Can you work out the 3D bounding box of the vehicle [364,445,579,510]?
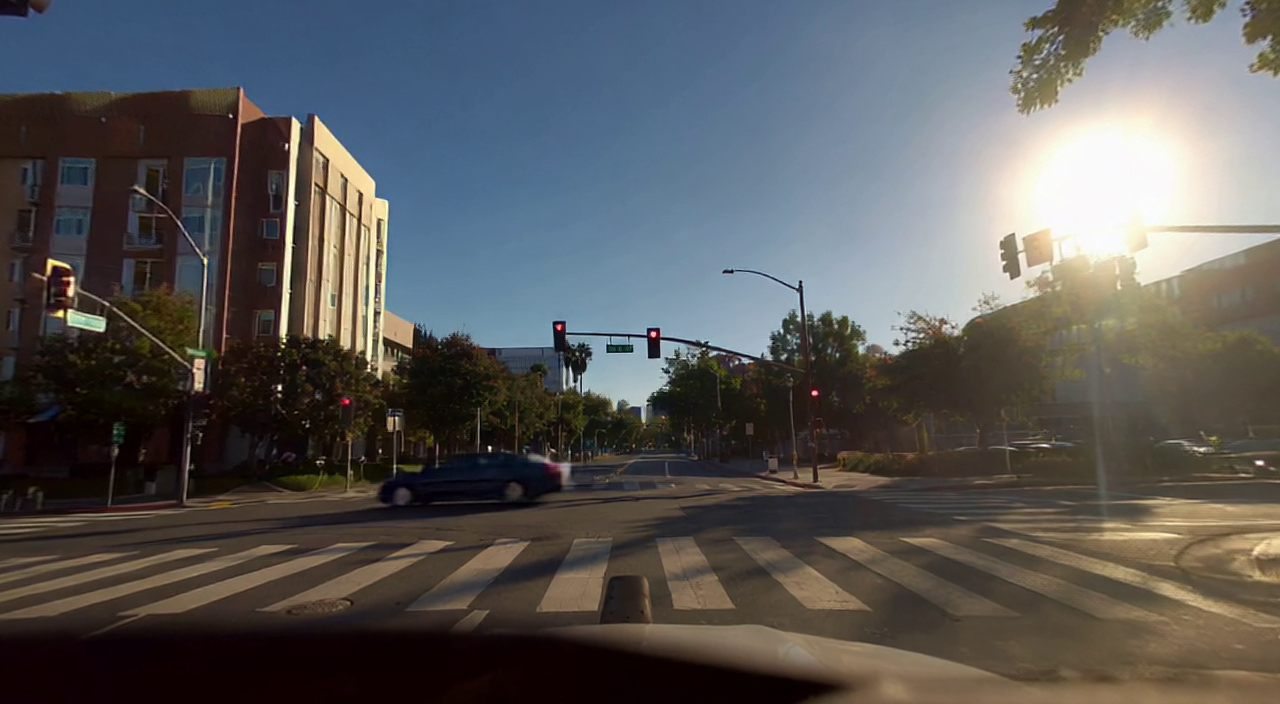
[{"bbox_3d":[-4.063,3.111,15.851,4.847,1.484,1.926,0,-8,1],"label":"vehicle"}]
